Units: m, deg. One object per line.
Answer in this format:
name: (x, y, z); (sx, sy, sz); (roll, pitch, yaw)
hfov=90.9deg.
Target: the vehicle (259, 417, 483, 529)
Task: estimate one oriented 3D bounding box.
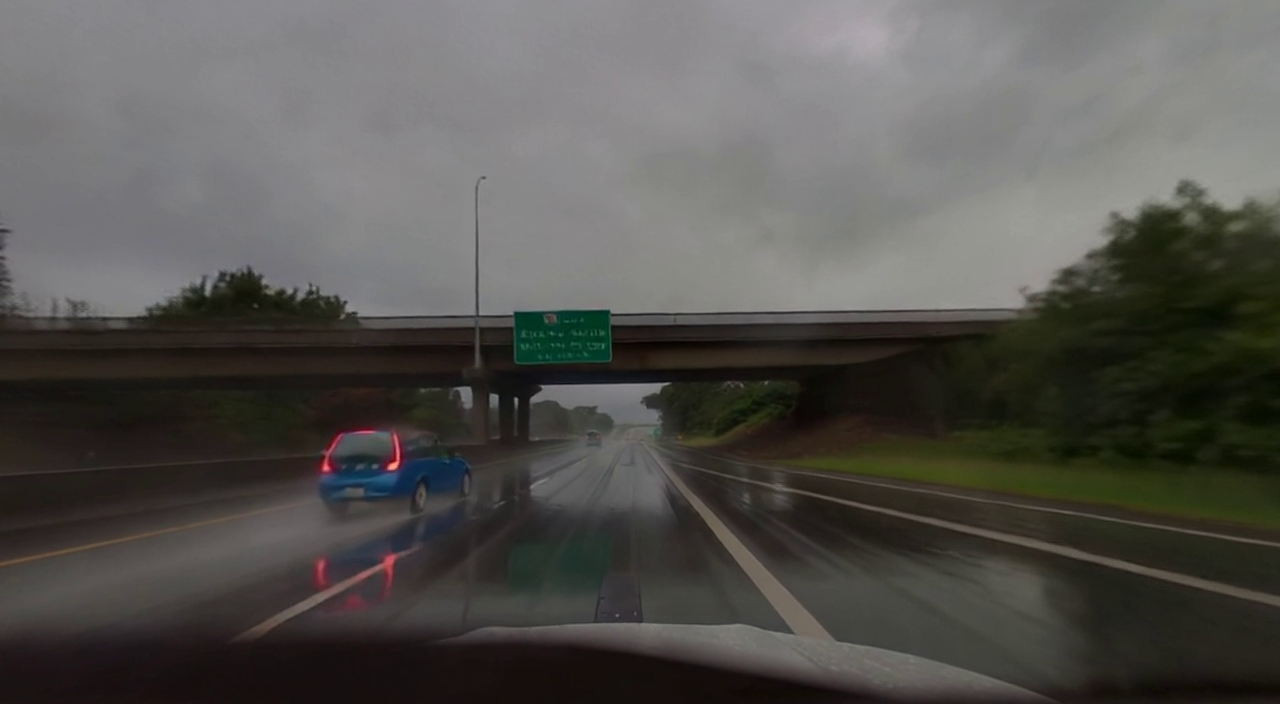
vehicle: (-4.520, 2.077, 11.574); (2.086, 1.624, 4.607); (0, -8, 0)
